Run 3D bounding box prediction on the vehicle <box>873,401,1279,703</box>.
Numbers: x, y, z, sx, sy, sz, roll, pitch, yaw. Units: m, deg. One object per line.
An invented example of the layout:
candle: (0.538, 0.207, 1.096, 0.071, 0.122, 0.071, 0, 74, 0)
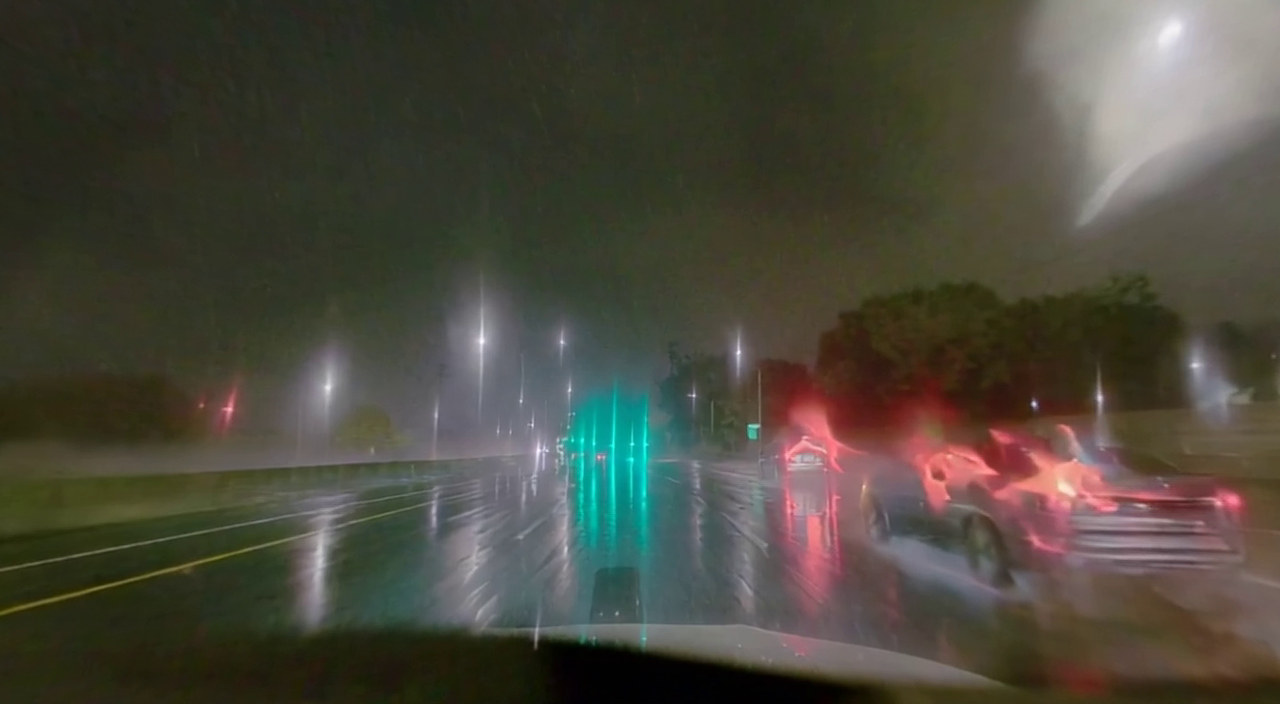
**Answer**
vehicle: (3.919, 1.287, 5.010, 2.217, 1.477, 4.817, 0, -8, -1)
